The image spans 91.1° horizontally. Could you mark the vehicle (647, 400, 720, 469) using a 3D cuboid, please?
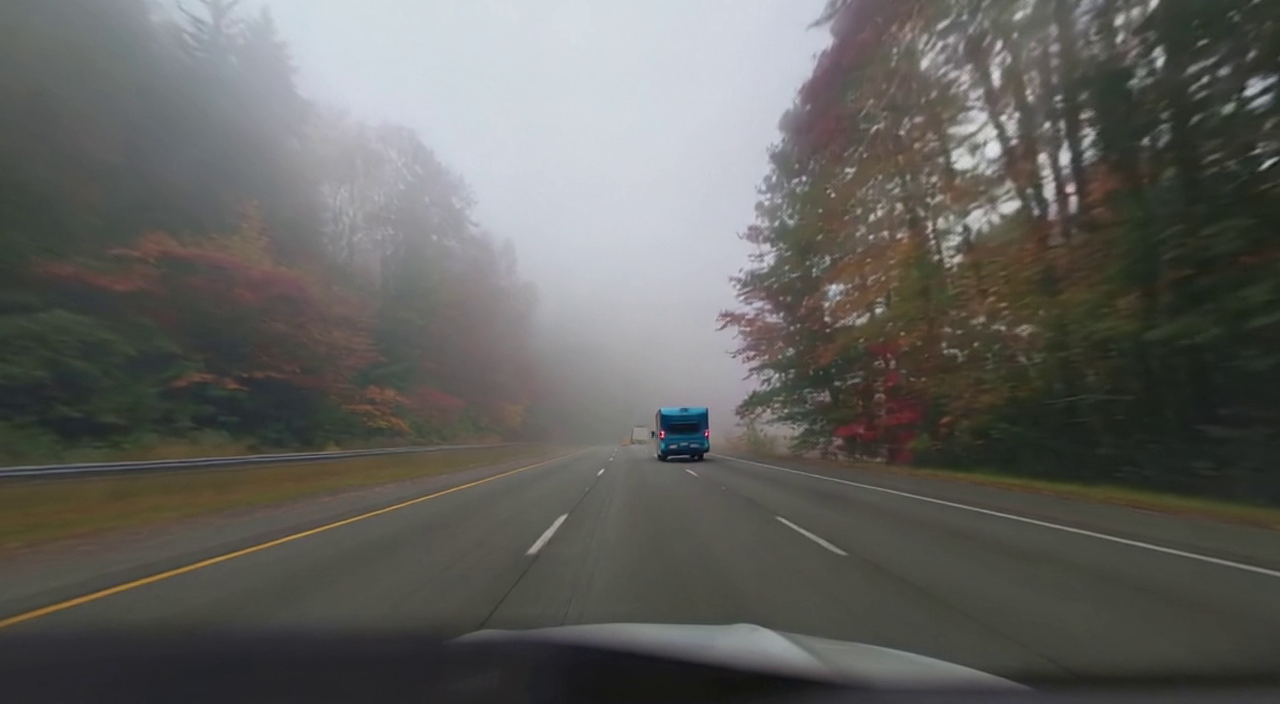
[{"bbox_3d":[1.865,3.934,30.058,2.815,2.876,7.101,0,-8,-1],"label":"vehicle"}]
